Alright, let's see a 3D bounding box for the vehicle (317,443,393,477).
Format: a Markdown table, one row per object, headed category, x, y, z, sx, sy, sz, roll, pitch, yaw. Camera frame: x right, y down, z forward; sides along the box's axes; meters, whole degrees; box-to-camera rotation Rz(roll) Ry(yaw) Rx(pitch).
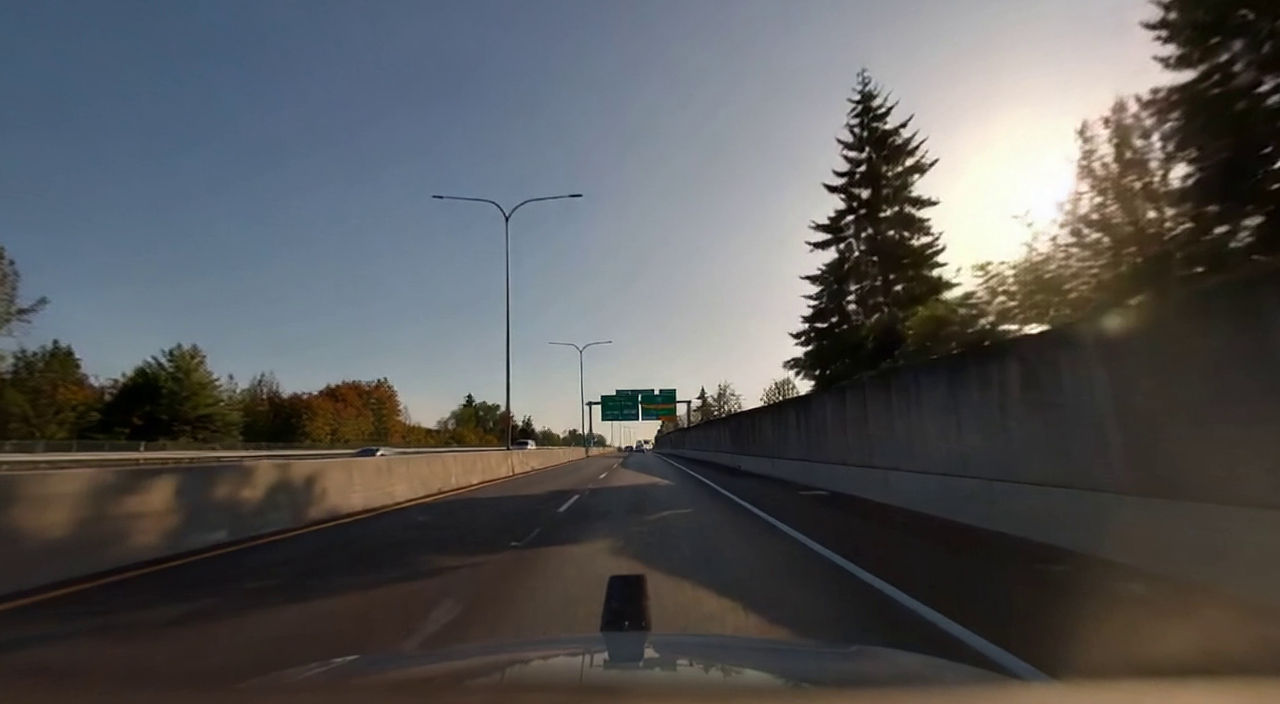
| category | x | y | z | sx | sy | sz | roll | pitch | yaw |
| --- | --- | --- | --- | --- | --- | --- | --- | --- | --- |
| vehicle | -16.242 | 6.143 | 36.160 | 1.989 | 1.819 | 4.938 | 0 | -8 | 1 |
